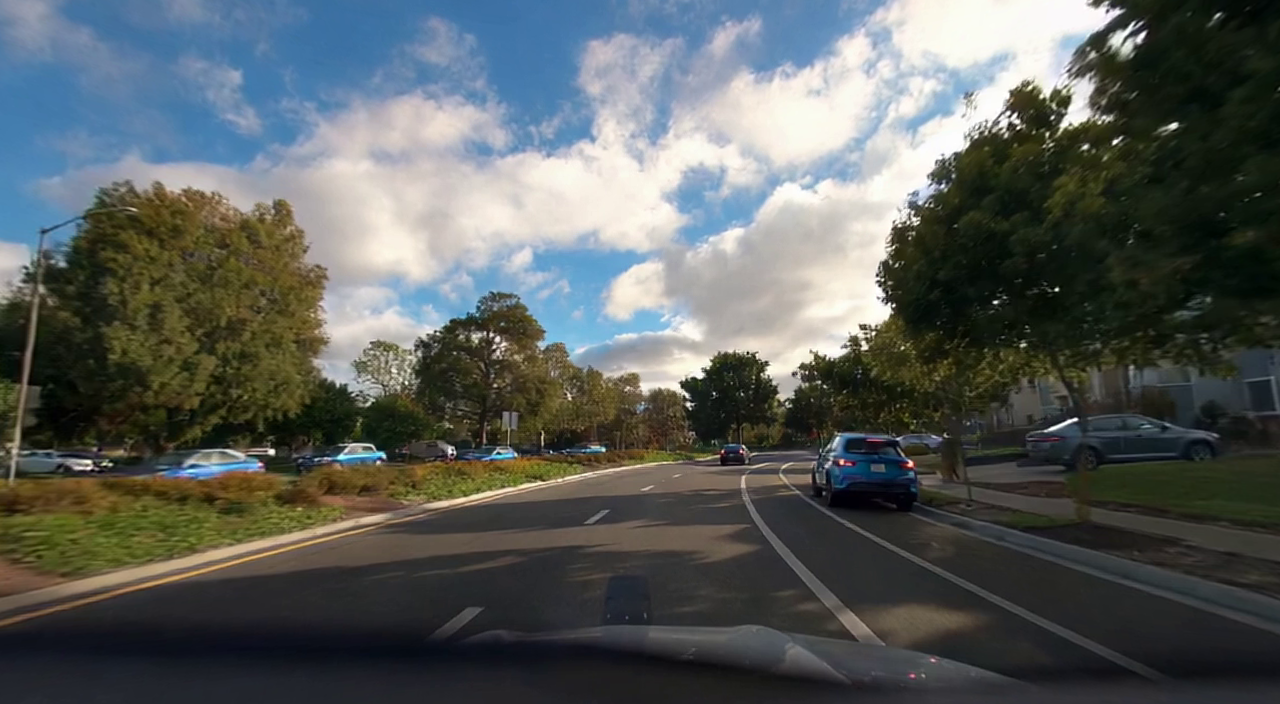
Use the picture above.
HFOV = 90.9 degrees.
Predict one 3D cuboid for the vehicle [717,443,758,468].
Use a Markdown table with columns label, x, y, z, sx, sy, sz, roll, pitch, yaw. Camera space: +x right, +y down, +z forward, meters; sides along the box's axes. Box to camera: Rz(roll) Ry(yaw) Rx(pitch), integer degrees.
| label | x | y | z | sx | sy | sz | roll | pitch | yaw |
| --- | --- | --- | --- | --- | --- | --- | --- | --- | --- |
| vehicle | 6.098 | 6.433 | 39.217 | 2.050 | 1.456 | 4.003 | -2 | -9 | 15 |

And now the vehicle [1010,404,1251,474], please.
| label | x | y | z | sx | sy | sz | roll | pitch | yaw |
| --- | --- | --- | --- | --- | --- | --- | --- | --- | --- |
| vehicle | 12.904 | 2.345 | 16.873 | 4.612 | 1.721 | 2.052 | 0 | -8 | 2 |

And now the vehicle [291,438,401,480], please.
| label | x | y | z | sx | sy | sz | roll | pitch | yaw |
| --- | --- | --- | --- | --- | --- | --- | --- | --- | --- |
| vehicle | -14.057 | 5.148 | 30.568 | 2.281 | 1.822 | 5.025 | -2 | -9 | 10 |

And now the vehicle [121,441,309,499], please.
| label | x | y | z | sx | sy | sz | roll | pitch | yaw |
| --- | --- | --- | --- | --- | --- | --- | --- | --- | --- |
| vehicle | -12.035 | 3.343 | 18.323 | 1.774 | 1.447 | 4.575 | -2 | -9 | 9 |

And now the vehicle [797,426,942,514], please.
| label | x | y | z | sx | sy | sz | roll | pitch | yaw |
| --- | --- | --- | --- | --- | --- | --- | --- | --- | --- |
| vehicle | 5.072 | 2.648 | 14.628 | 2.169 | 1.713 | 4.137 | -1 | -9 | 6 |

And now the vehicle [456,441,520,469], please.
| label | x | y | z | sx | sy | sz | roll | pitch | yaw |
| --- | --- | --- | --- | --- | --- | --- | --- | --- | --- |
| vehicle | -8.854 | 6.045 | 37.092 | 1.907 | 1.539 | 4.430 | -2 | -9 | 11 |
